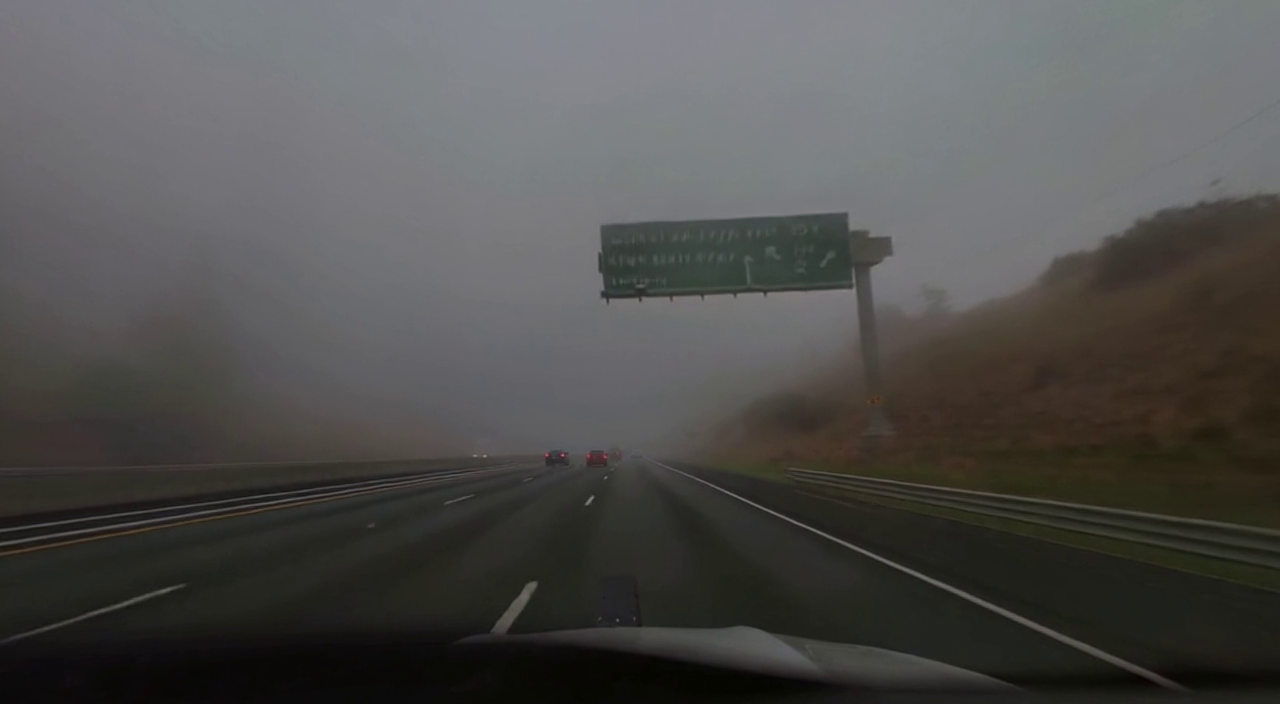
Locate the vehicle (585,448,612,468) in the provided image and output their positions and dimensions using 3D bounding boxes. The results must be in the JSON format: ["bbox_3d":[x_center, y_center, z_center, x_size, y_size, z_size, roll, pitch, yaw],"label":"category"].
[{"bbox_3d":[-3.145,8.079,47.935,1.895,1.482,3.852,0,-9,-1],"label":"vehicle"}]
